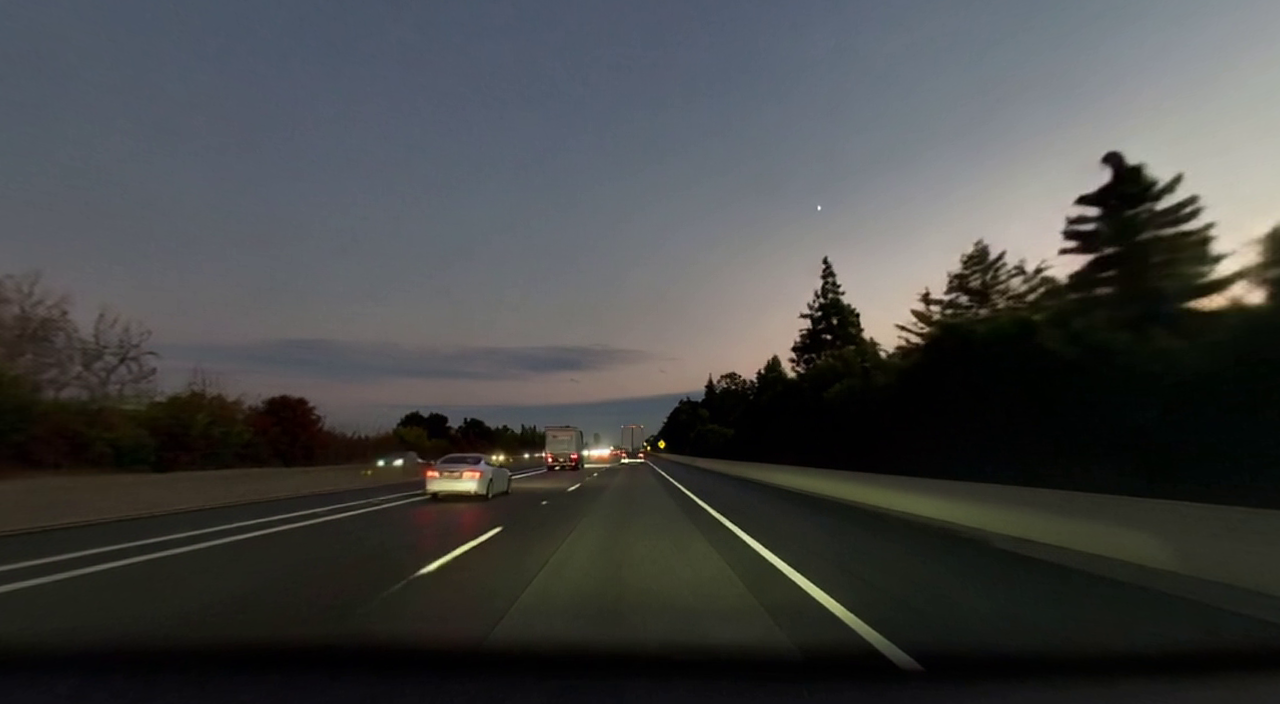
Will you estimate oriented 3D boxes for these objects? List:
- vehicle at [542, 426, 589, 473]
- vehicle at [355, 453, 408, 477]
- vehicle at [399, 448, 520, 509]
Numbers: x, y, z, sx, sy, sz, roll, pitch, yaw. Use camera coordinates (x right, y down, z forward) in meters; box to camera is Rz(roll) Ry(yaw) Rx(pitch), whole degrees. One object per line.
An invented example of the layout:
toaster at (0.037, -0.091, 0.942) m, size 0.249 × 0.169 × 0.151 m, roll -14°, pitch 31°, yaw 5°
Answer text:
vehicle at (-4.775, 6.444, 41.485) m, size 2.368 × 2.813 × 6.329 m, roll 0°, pitch -9°, yaw 0°
vehicle at (-17.883, 7.809, 43.839) m, size 1.865 × 1.509 × 4.237 m, roll 0°, pitch -9°, yaw 0°
vehicle at (-4.820, 3.446, 17.652) m, size 1.979 × 1.459 × 4.643 m, roll 0°, pitch -9°, yaw 0°
